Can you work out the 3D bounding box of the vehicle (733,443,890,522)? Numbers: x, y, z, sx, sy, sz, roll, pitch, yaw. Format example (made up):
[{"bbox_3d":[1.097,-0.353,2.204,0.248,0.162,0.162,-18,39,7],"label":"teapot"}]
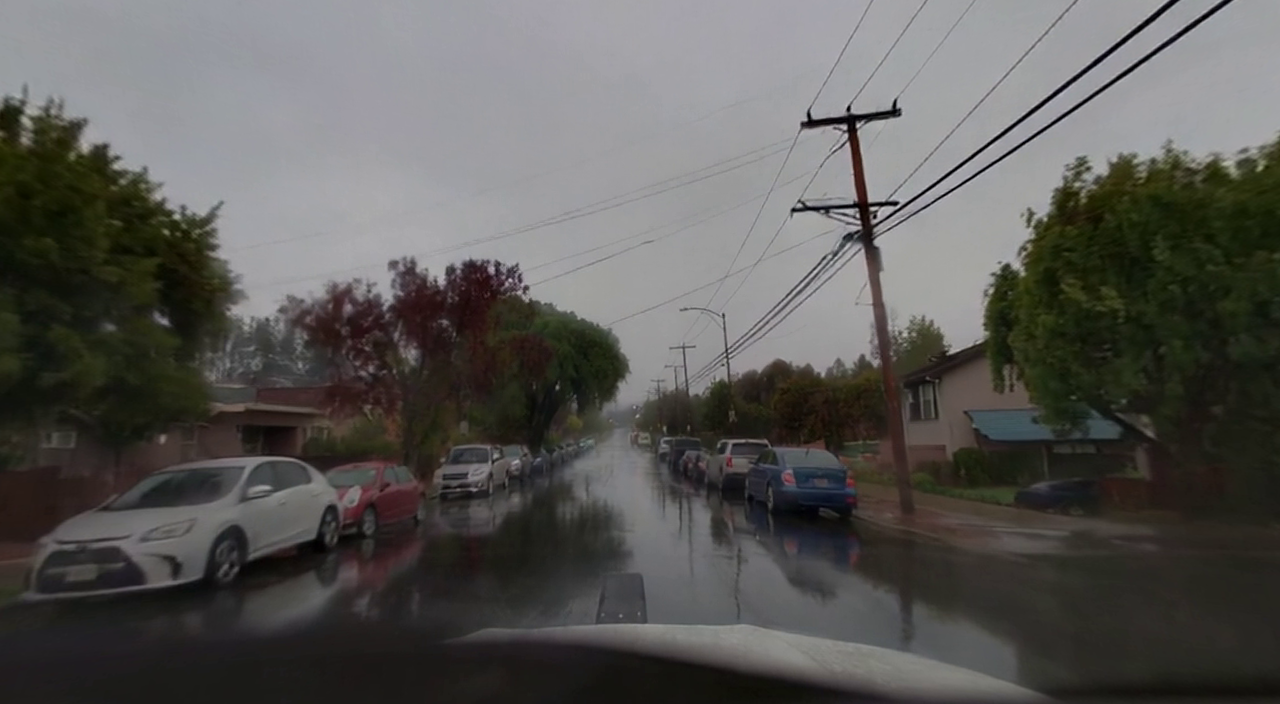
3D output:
[{"bbox_3d":[3.711,2.901,14.785,2.174,1.504,4.809,0,-8,-2],"label":"vehicle"}]

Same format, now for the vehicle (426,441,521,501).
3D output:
[{"bbox_3d":[-6.084,4.372,23.956,2.184,1.958,5.757,0,-8,-1],"label":"vehicle"}]

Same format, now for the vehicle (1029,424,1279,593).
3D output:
[{"bbox_3d":[7.211,1.583,6.875,4.546,1.537,2.076,0,-8,1],"label":"vehicle"}]

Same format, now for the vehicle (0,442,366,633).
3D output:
[{"bbox_3d":[-5.429,2.022,8.057,2.032,1.716,4.382,0,-8,-2],"label":"vehicle"}]
